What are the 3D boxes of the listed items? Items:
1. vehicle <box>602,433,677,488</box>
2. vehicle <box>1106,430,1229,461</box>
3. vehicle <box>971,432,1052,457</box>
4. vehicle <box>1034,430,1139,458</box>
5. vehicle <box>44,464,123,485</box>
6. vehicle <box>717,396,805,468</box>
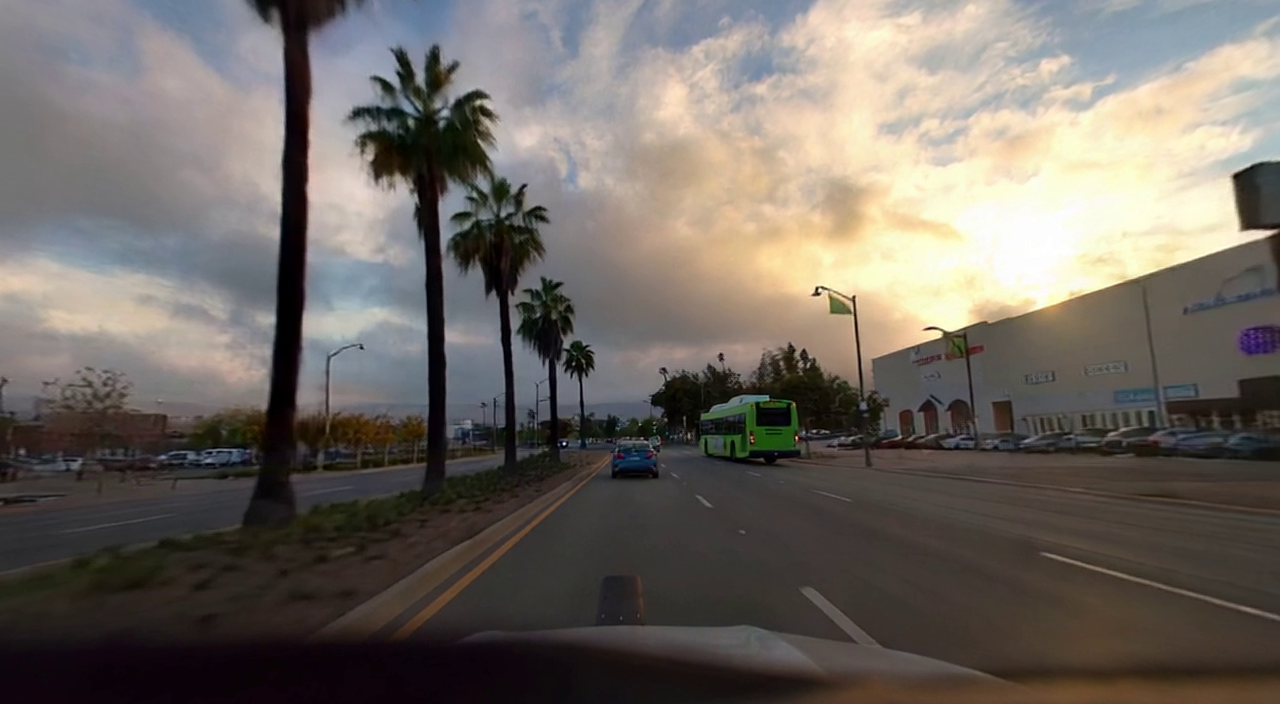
[{"bbox_3d":[-0.039,3.303,19.544,2.065,1.477,4.306,0,-9,-1],"label":"vehicle"},{"bbox_3d":[25.742,4.566,30.950,4.319,1.444,1.888,0,-9,-1],"label":"vehicle"},{"bbox_3d":[25.242,6.306,43.007,4.260,1.455,1.767,-3,-8,2],"label":"vehicle"},{"bbox_3d":[25.225,5.231,35.789,4.492,1.492,1.855,0,-9,0],"label":"vehicle"},{"bbox_3d":[-43.779,9.630,49.777,1.714,1.415,4.313,-7,-11,39],"label":"vehicle"},{"bbox_3d":[6.290,4.467,34.619,2.795,3.383,9.287,0,-9,-1],"label":"vehicle"}]
